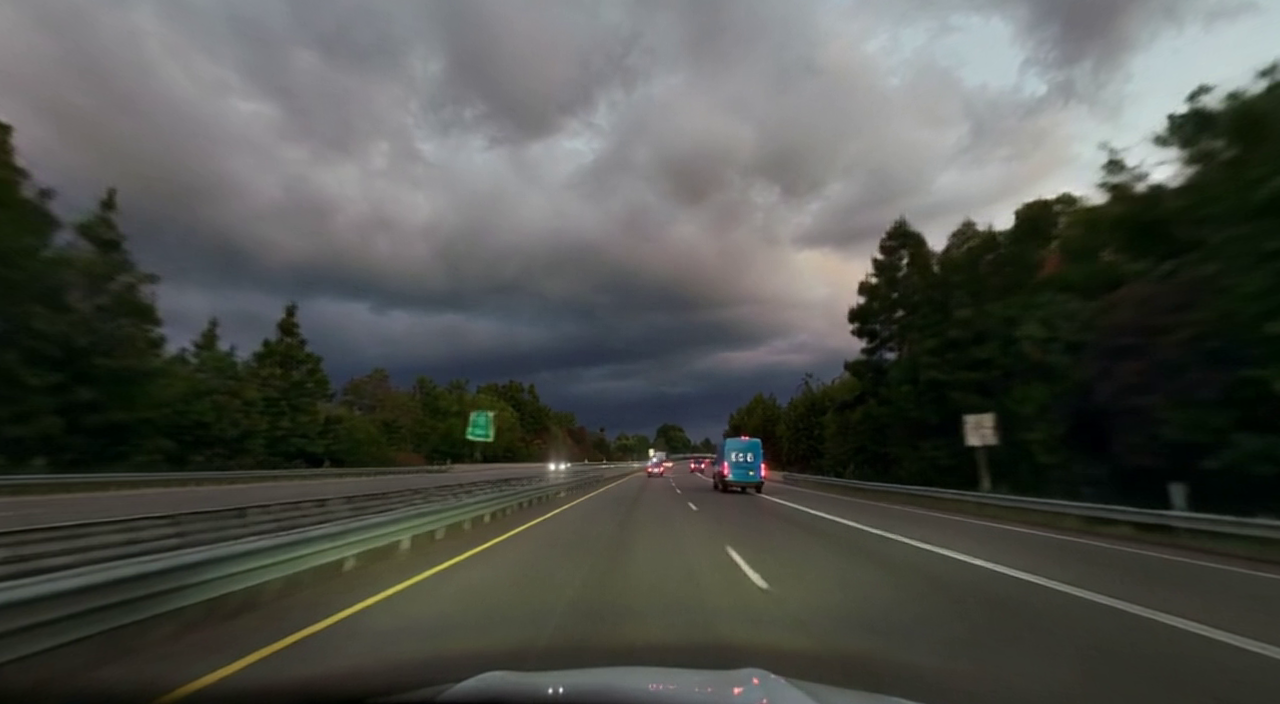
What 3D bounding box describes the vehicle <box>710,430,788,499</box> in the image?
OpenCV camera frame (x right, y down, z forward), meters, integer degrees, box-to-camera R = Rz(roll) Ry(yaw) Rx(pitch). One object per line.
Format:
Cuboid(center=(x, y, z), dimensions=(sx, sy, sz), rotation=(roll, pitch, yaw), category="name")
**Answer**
Cuboid(center=(4.537, 4.900, 27.359), dimensions=(2.366, 2.595, 5.793), rotation=(1, -11, 0), category="vehicle")
